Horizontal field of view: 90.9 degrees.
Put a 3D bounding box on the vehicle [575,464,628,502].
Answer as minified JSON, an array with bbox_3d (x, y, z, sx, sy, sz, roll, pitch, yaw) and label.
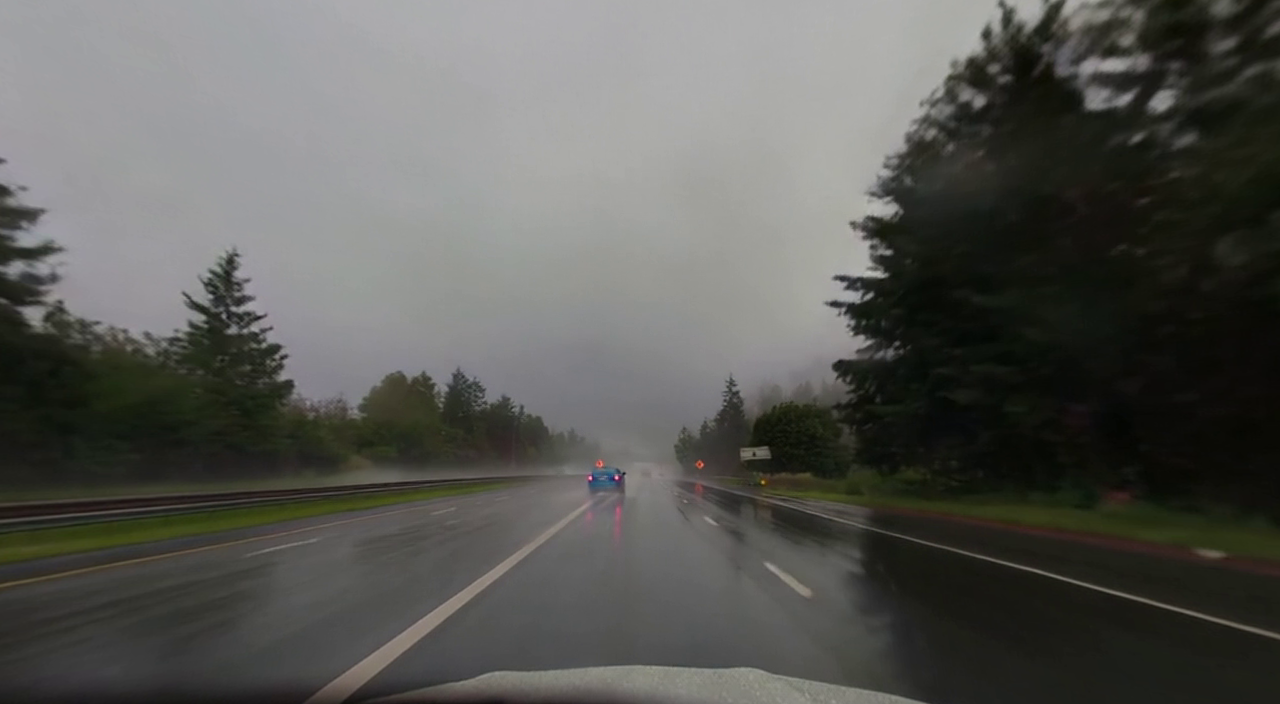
[{"bbox_3d":[-1.641,5.869,28.463,2.016,1.530,4.009,1,-11,2],"label":"vehicle"}]
